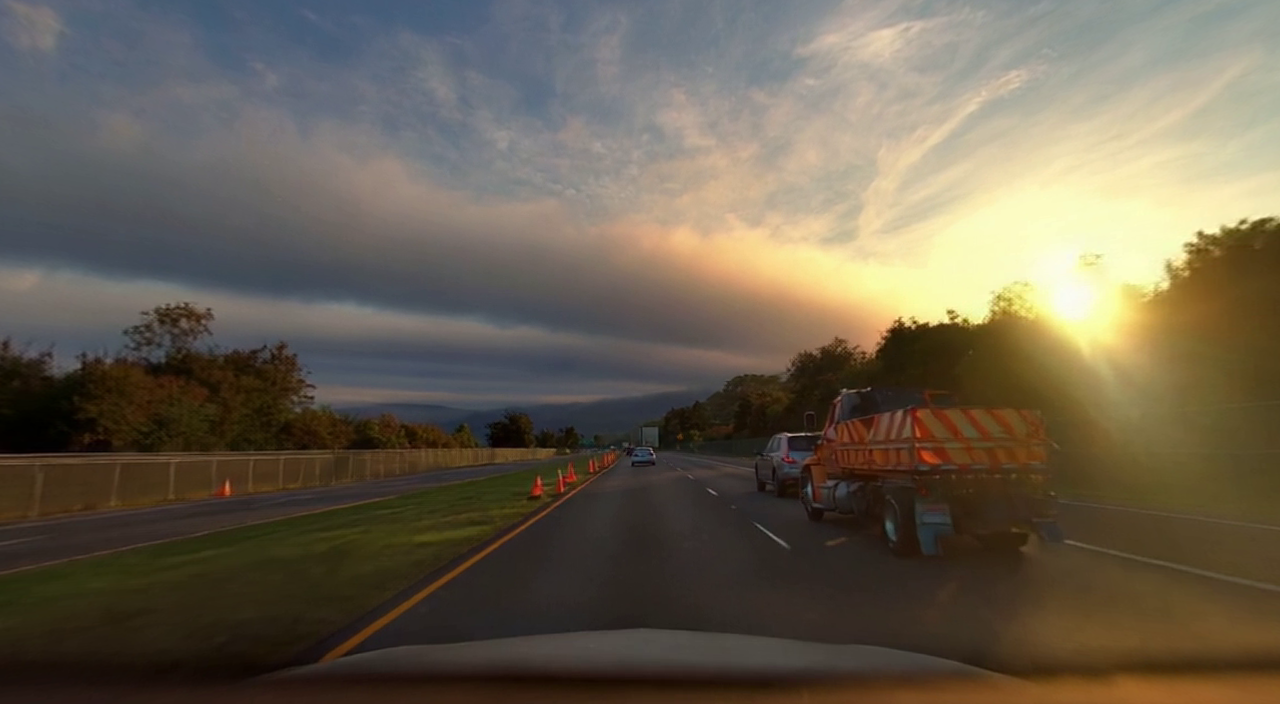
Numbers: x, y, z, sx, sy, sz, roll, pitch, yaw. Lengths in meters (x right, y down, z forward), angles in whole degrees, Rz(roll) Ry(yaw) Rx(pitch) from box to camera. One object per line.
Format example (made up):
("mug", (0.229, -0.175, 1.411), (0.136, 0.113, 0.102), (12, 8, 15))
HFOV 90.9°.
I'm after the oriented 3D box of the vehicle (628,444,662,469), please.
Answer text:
("vehicle", (0.282, 6.810, 41.217), (2.065, 1.573, 3.734), (0, -9, -1))
